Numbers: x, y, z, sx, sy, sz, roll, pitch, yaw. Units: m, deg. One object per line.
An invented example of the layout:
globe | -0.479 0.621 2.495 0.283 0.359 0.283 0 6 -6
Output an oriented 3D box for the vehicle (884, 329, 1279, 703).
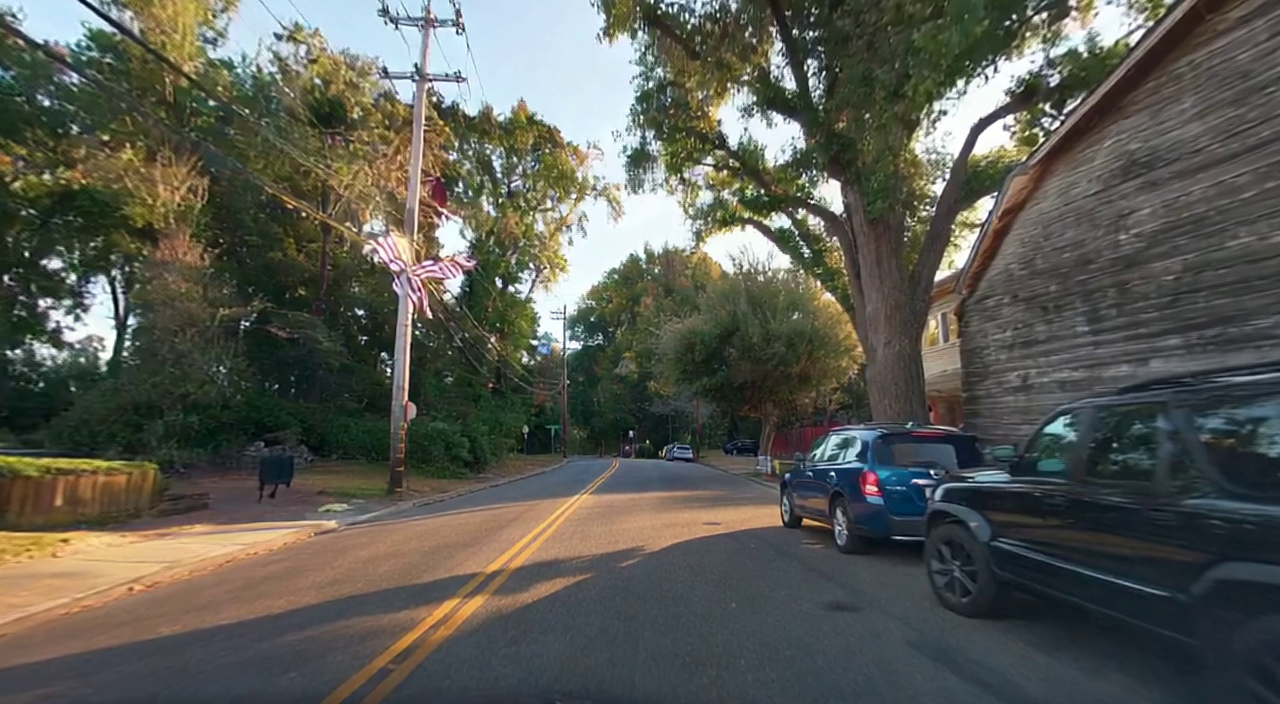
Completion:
vehicle | 3.529 1.065 4.045 2.061 1.793 5.100 -1 -9 2
